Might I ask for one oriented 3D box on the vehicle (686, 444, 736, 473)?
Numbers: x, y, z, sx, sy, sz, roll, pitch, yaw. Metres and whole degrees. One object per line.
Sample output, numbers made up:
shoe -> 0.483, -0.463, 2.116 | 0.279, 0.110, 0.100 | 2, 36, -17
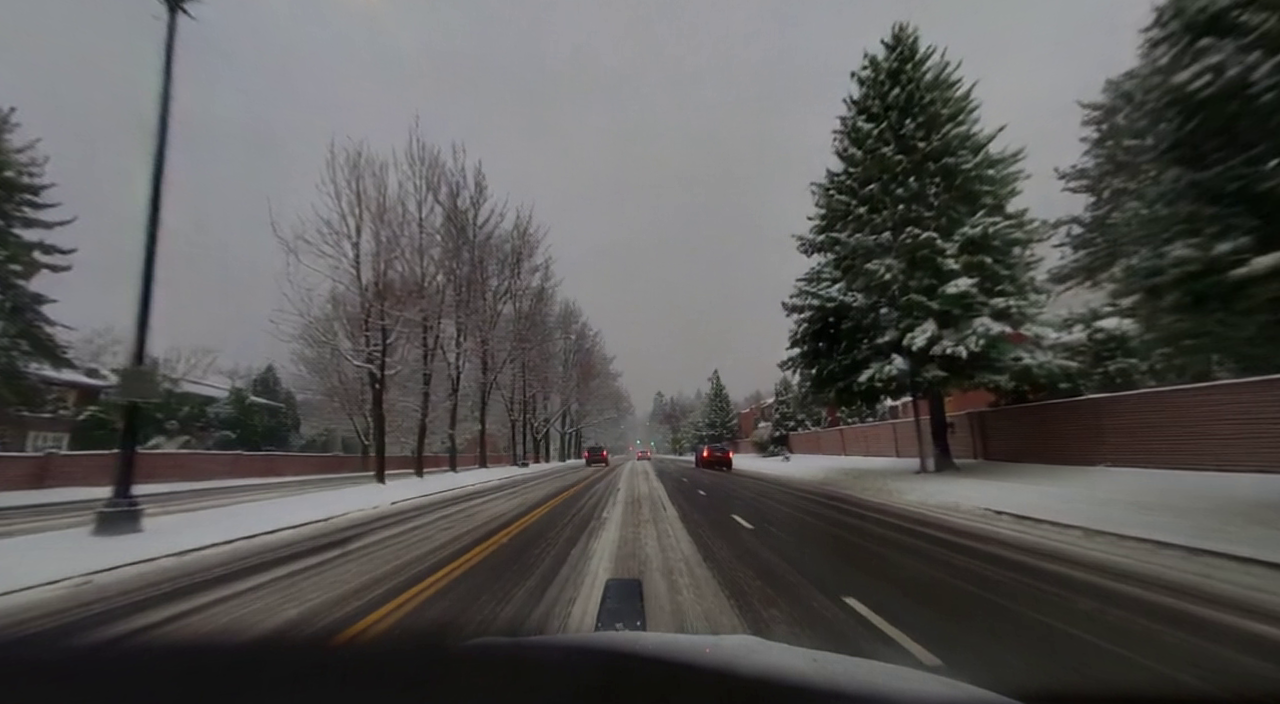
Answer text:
vehicle -> 3.986, 6.056, 36.132 | 2.237, 1.578, 4.621 | 0, -8, -1
